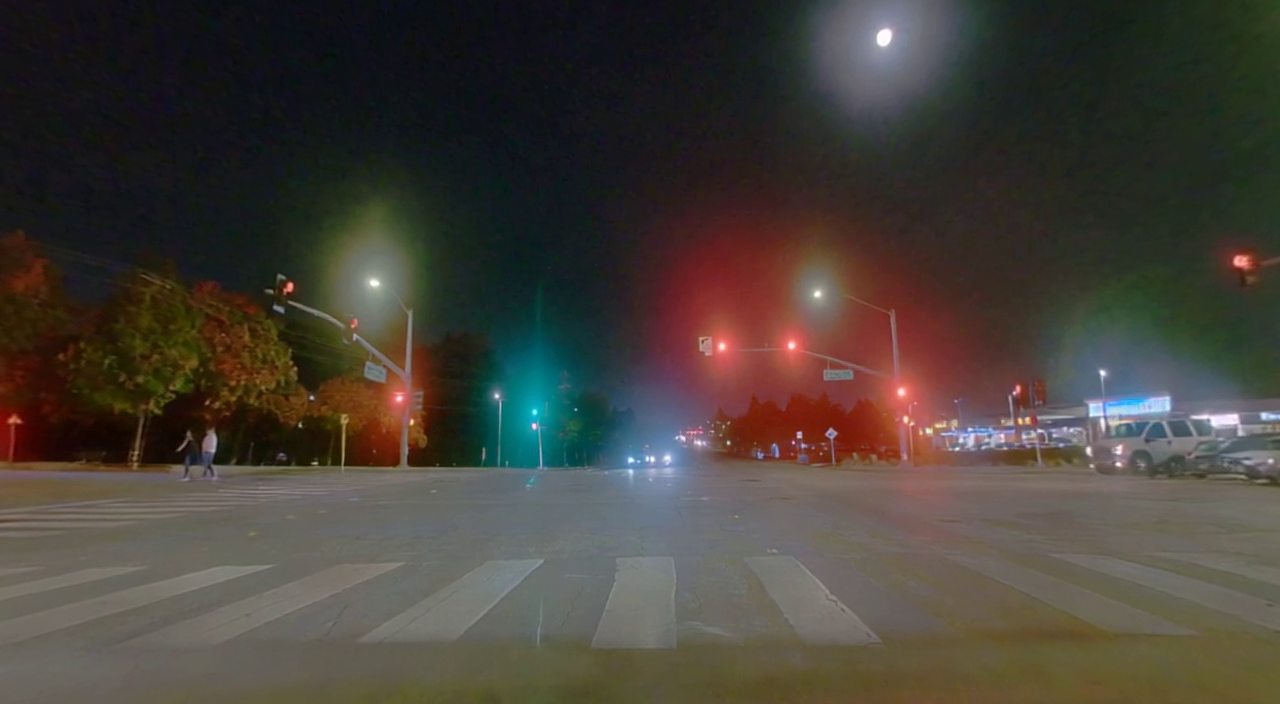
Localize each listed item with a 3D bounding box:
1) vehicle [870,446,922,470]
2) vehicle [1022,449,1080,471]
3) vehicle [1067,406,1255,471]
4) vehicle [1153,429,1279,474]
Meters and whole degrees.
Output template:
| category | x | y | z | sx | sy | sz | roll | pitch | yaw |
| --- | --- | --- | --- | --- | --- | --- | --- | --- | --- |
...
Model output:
| category | x | y | z | sx | sy | sz | roll | pitch | yaw |
| --- | --- | --- | --- | --- | --- | --- | --- | --- | --- |
| vehicle | 17.517 | 7.244 | 43.500 | 1.789 | 1.557 | 4.293 | 0 | -9 | 0 |
| vehicle | 27.681 | 7.277 | 42.686 | 1.589 | 1.405 | 3.633 | -1 | -9 | 4 |
| vehicle | 22.940 | 3.864 | 28.090 | 5.855 | 2.746 | 2.523 | -1 | -9 | 3 |
| vehicle | 20.916 | 3.408 | 21.731 | 4.740 | 1.464 | 1.876 | -1 | -9 | 3 |
